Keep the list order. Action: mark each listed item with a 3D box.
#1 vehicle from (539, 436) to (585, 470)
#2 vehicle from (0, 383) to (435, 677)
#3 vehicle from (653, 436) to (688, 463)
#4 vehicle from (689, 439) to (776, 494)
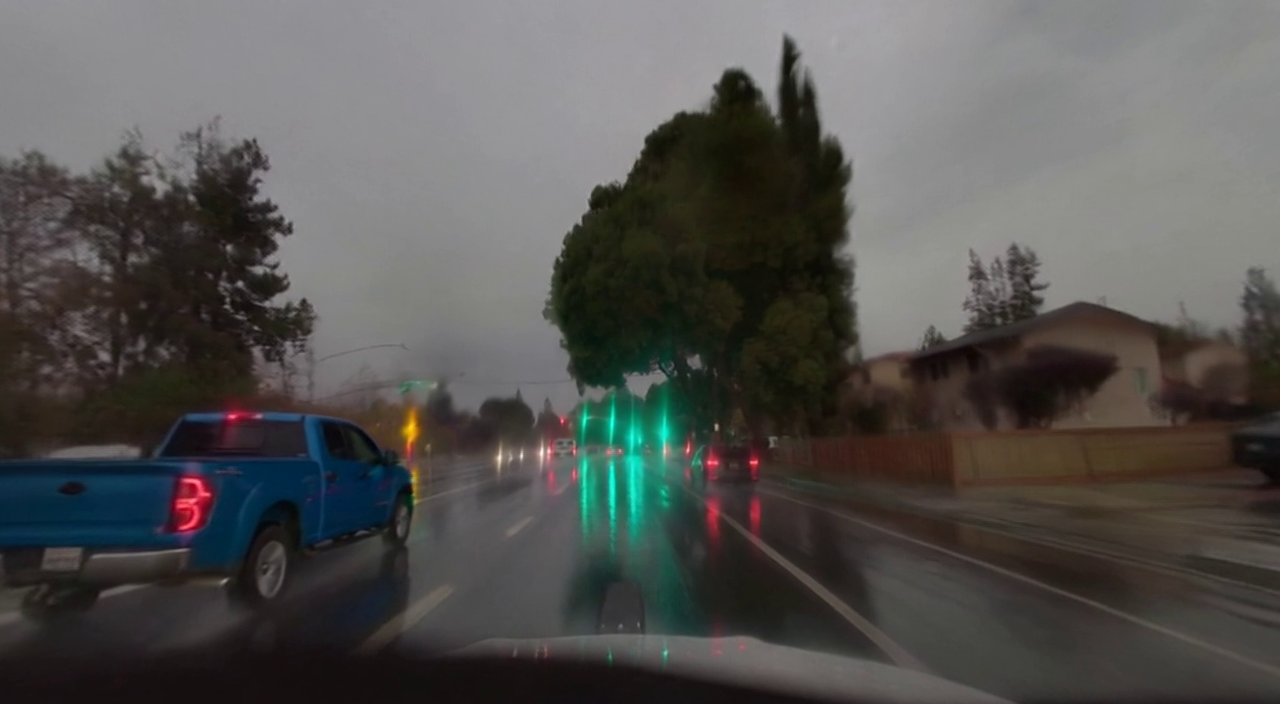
[{"bbox_3d":[-4.500,5.877,37.053,2.218,1.829,4.492,0,-8,-1],"label":"vehicle"},{"bbox_3d":[-4.029,1.425,6.471,2.111,1.745,5.274,0,-8,-1],"label":"vehicle"},{"bbox_3d":[2.158,7.130,46.223,2.099,1.845,4.363,0,-8,-3],"label":"vehicle"},{"bbox_3d":[2.672,3.394,19.208,1.884,1.463,4.195,0,-8,-2],"label":"vehicle"}]
